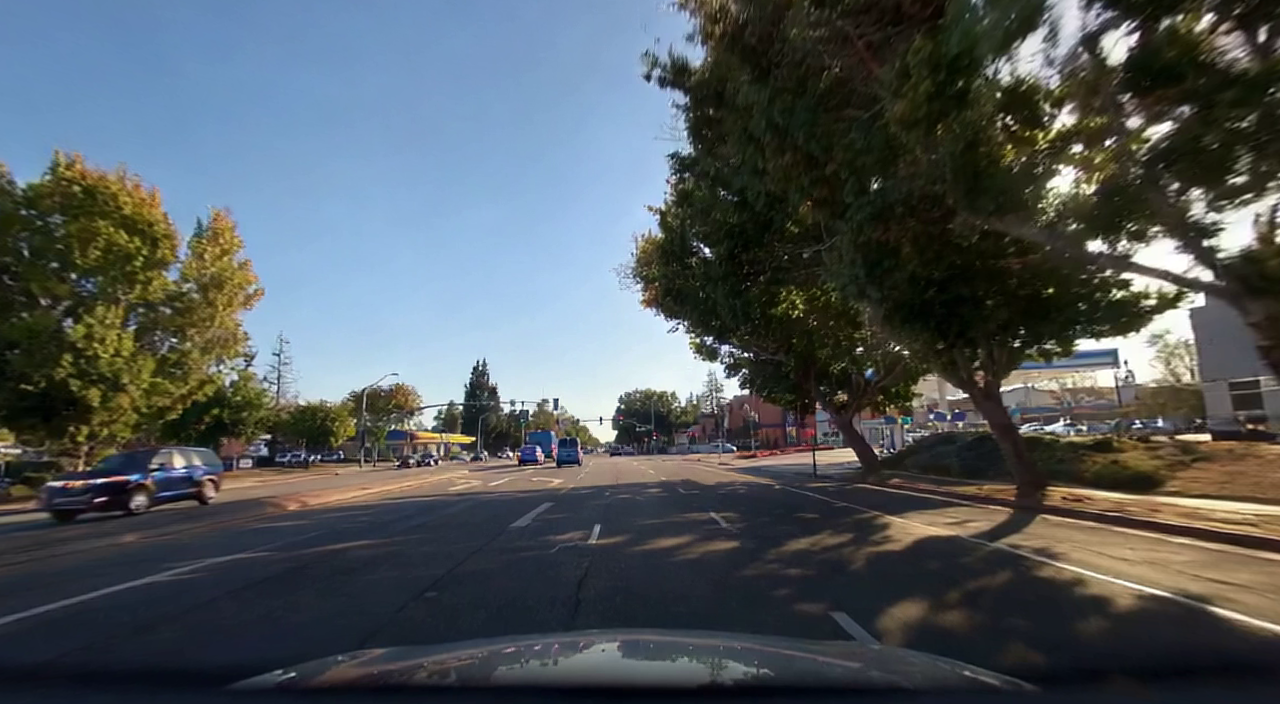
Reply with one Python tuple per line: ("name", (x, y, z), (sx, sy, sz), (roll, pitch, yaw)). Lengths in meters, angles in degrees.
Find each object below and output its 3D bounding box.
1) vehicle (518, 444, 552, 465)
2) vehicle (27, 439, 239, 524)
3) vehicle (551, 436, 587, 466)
("vehicle", (-7.875, 7.736, 47.765), (1.993, 1.490, 4.768), (0, -8, -2))
("vehicle", (-13.187, 3.335, 16.917), (2.003, 1.922, 4.463), (0, -8, -2))
("vehicle", (-5.050, 7.146, 45.673), (2.206, 2.007, 5.190), (0, -8, -3))
